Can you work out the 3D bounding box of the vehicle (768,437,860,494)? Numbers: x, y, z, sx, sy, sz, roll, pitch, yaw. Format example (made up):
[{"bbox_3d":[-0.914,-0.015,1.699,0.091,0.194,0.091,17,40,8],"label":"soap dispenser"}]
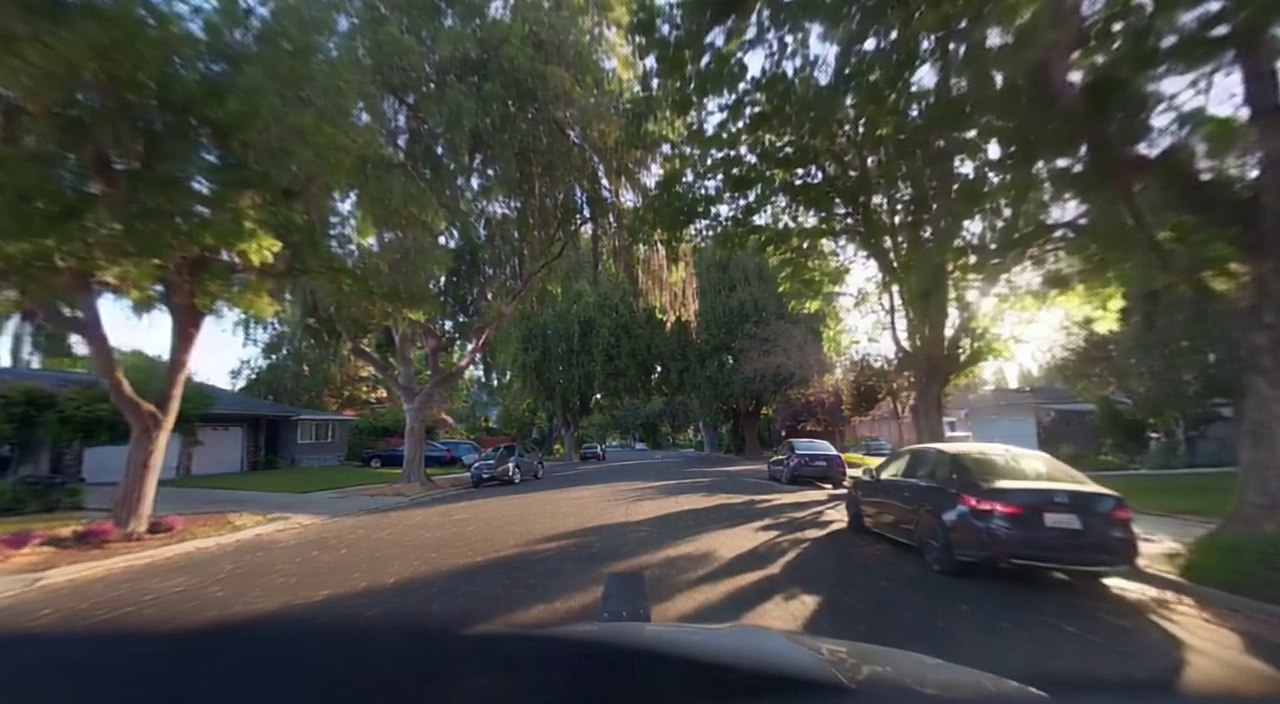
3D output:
[{"bbox_3d":[5.010,3.277,18.711,1.931,1.395,4.793,0,-7,7],"label":"vehicle"}]

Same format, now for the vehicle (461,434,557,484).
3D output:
[{"bbox_3d":[-4.612,3.917,22.864,1.943,1.433,4.717,-7,-11,6],"label":"vehicle"}]

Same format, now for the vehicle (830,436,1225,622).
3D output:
[{"bbox_3d":[3.797,1.727,7.466,2.088,1.429,4.796,-1,-8,7],"label":"vehicle"}]

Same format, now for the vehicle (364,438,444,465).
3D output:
[{"bbox_3d":[-16.834,7.111,44.978,4.879,1.867,2.234,1,-8,-4],"label":"vehicle"}]
